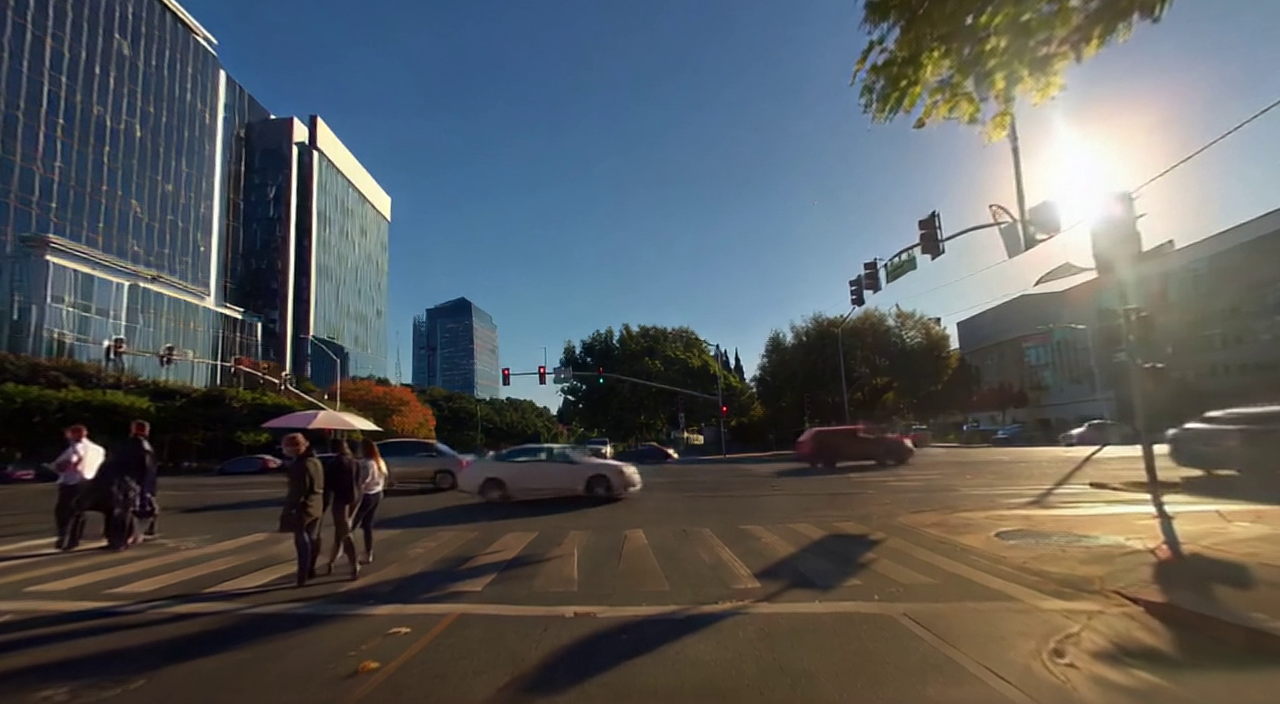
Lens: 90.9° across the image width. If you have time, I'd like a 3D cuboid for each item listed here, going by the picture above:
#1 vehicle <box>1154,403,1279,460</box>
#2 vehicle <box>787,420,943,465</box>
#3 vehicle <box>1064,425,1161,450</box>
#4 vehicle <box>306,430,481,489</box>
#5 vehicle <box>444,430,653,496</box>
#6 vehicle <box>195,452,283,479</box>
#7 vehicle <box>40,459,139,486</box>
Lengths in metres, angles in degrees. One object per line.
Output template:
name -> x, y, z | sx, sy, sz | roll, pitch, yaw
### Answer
vehicle -> 17.474, 2.214, 17.526 | 4.494, 1.491, 1.906 | -1, -9, 6
vehicle -> 7.787, 3.203, 22.253 | 4.793, 1.473, 1.878 | -1, -9, 7
vehicle -> 29.027, 5.292, 38.809 | 4.377, 1.491, 1.734 | -1, -9, 7
vehicle -> -7.741, 3.411, 20.164 | 4.673, 1.740, 2.150 | -1, -9, 6
vehicle -> -2.125, 2.703, 15.442 | 4.715, 1.472, 1.905 | -1, -9, 6
vehicle -> -28.314, 8.026, 44.622 | 4.939, 1.770, 2.001 | -1, -9, 5
vehicle -> -33.220, 7.268, 38.084 | 4.459, 1.477, 1.754 | -1, -9, 5
